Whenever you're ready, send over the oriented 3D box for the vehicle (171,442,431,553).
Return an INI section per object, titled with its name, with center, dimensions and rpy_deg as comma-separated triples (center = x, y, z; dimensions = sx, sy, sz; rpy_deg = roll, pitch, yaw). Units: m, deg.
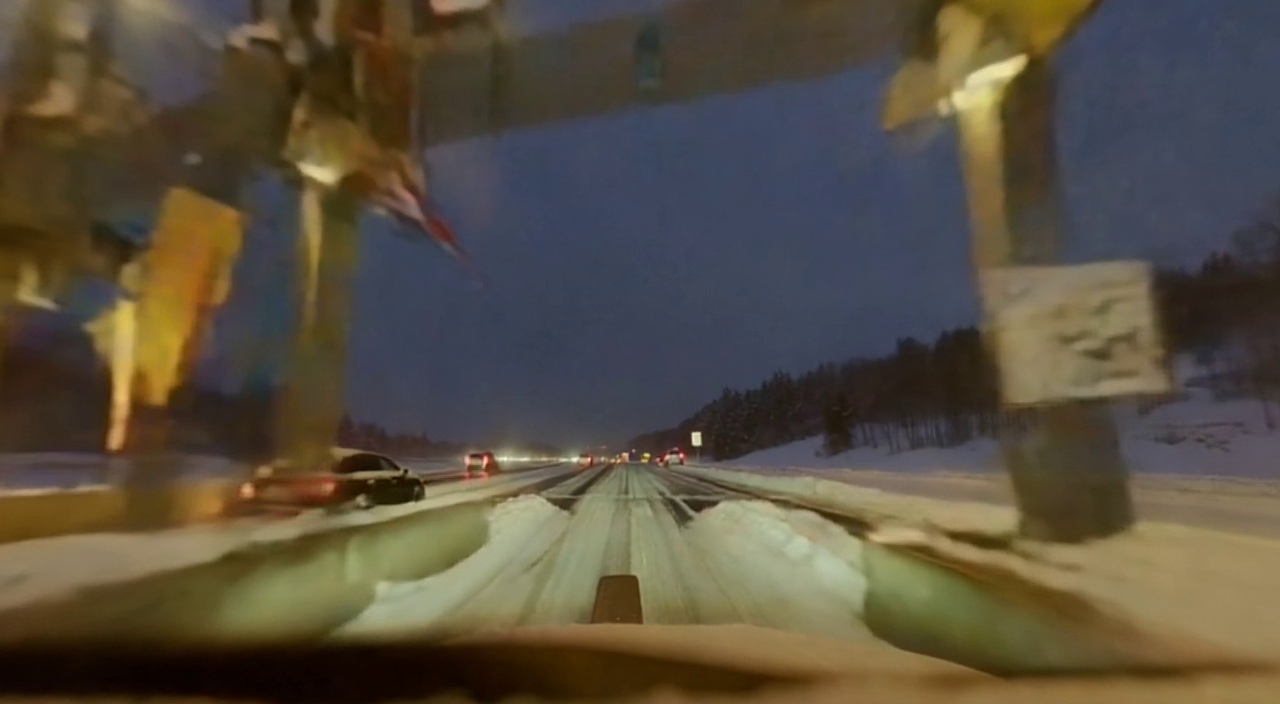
[vehicle]
center = -5.282, 2.306, 10.699
dimensions = 1.981, 1.465, 4.334
rpy_deg = 0, -9, 0
